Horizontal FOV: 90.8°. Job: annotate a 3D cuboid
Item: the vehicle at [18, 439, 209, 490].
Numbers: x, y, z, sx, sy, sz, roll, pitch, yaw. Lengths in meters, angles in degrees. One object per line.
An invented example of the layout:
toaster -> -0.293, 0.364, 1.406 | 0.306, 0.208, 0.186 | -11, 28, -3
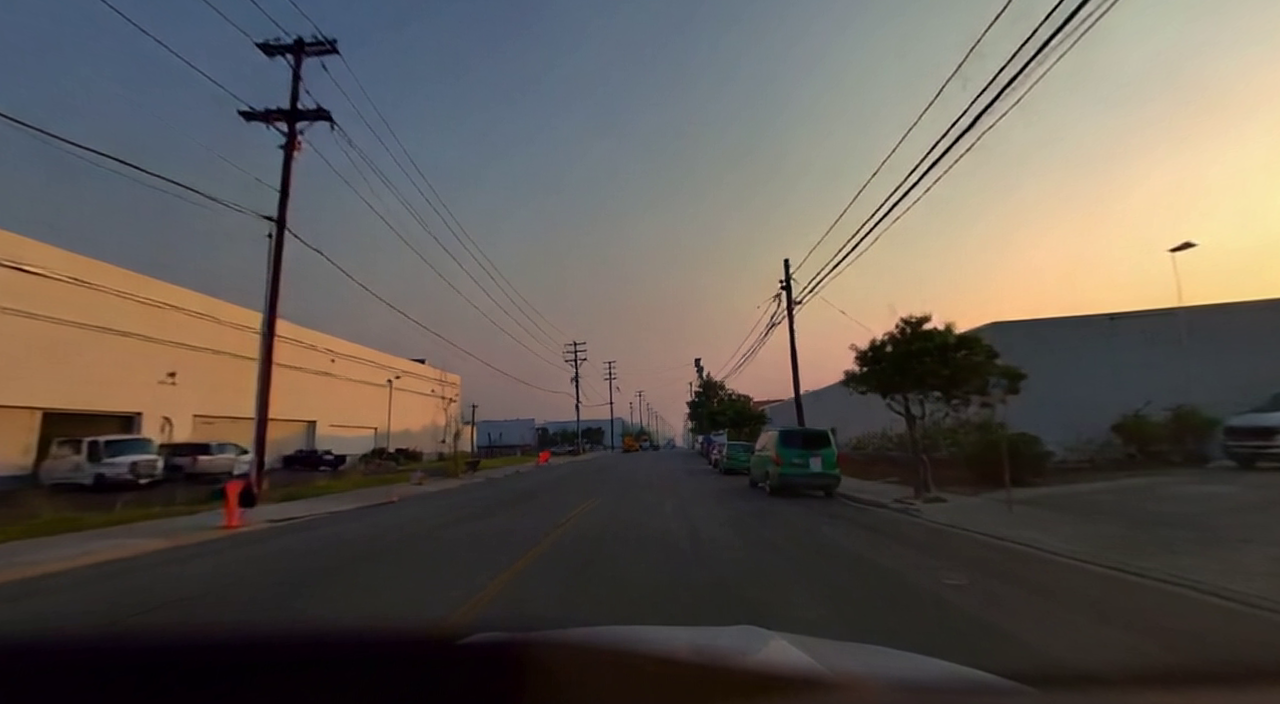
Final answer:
vehicle -> -18.818, 4.043, 23.025 | 2.102, 1.628, 5.130 | -2, -9, 9

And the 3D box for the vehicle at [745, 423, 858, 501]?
vehicle -> 4.584, 3.217, 18.862 | 2.010, 1.985, 5.124 | 0, -9, 0
